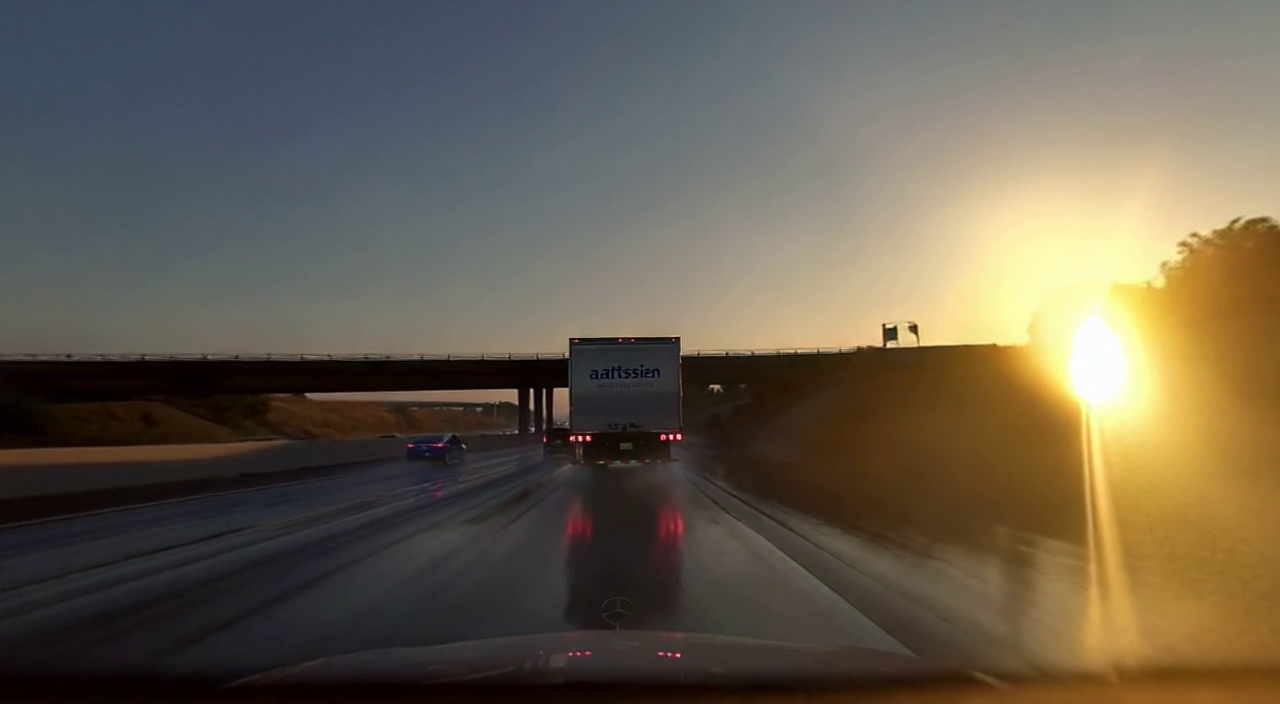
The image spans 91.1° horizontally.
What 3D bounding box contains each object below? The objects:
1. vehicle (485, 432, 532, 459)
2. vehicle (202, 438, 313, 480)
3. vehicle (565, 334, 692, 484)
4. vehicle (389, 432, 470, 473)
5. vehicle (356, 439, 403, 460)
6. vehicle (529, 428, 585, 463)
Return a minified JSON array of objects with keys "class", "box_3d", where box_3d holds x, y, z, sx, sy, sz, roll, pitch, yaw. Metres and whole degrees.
[{"class":"vehicle","box_3d":[-8.134,5.811,39.382,1.981,1.574,4.561,0,-8,0]},{"class":"vehicle","box_3d":[-16.098,4.478,26.764,1.927,1.633,4.459,0,-8,0]},{"class":"vehicle","box_3d":[-0.400,2.253,22.683,3.442,4.106,10.719,0,-8,-1]},{"class":"vehicle","box_3d":[-8.410,4.034,25.499,1.940,1.488,3.976,0,-8,0]},{"class":"vehicle","box_3d":[-20.043,7.495,48.480,1.829,1.546,4.004,0,-8,1]},{"class":"vehicle","box_3d":[-4.206,4.823,32.746,2.168,1.671,4.888,0,-8,1]}]
